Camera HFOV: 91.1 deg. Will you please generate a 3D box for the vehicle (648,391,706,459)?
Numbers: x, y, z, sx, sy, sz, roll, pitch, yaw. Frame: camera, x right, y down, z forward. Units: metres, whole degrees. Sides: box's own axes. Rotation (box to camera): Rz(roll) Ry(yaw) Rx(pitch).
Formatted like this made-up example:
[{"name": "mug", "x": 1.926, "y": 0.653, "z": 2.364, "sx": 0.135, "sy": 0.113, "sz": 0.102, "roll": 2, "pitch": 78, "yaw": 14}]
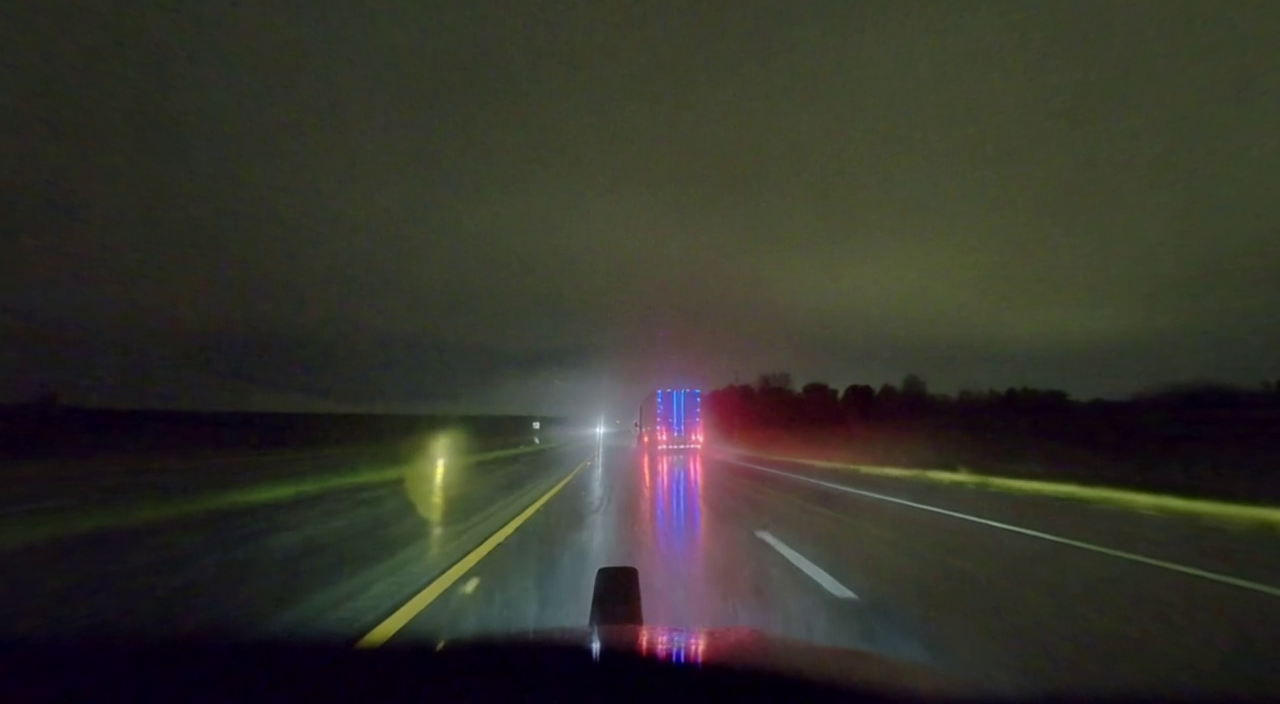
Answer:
[{"name": "vehicle", "x": 2.184, "y": 4.785, "z": 40.723, "sx": 2.949, "sy": 3.877, "sz": 8.528, "roll": 1, "pitch": -8, "yaw": -2}]
